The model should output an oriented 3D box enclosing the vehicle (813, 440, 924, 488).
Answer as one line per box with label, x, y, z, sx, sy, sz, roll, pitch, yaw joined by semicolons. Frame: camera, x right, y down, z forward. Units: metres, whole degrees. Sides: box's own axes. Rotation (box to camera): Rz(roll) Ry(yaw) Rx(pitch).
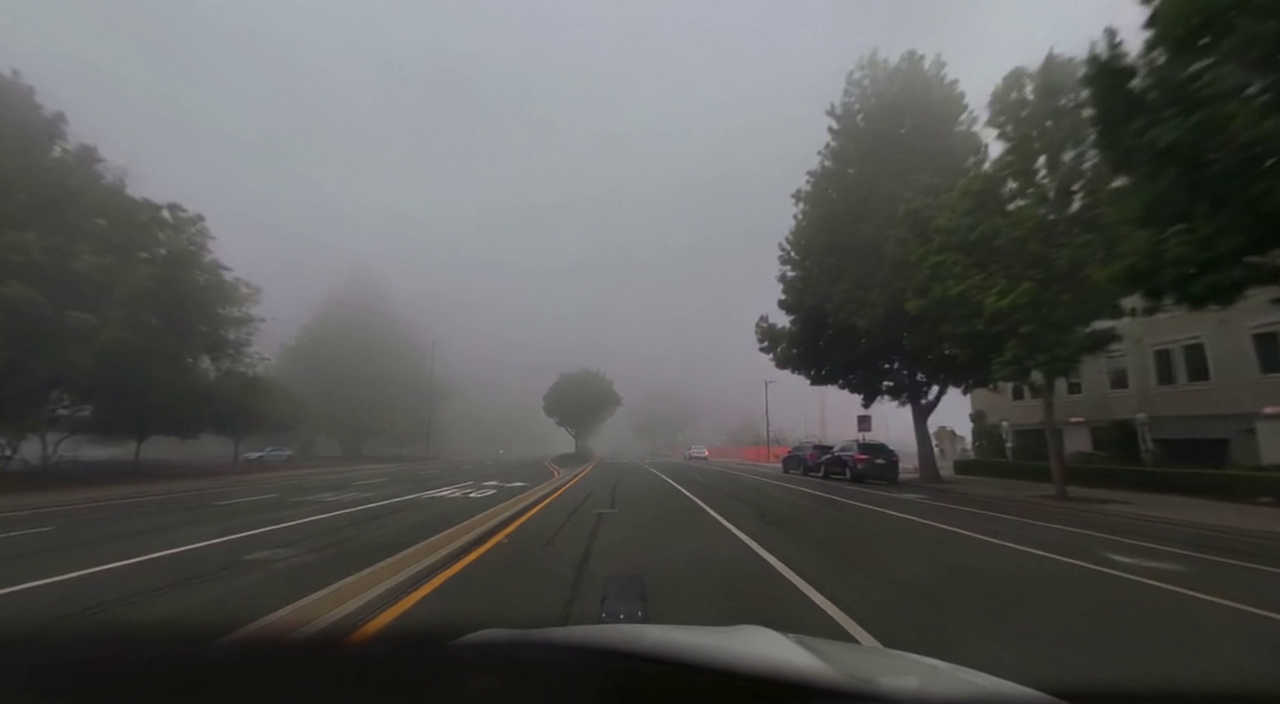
vehicle;7.764;3.824;22.056;1.946;1.472;4.753;0;-8;-3
